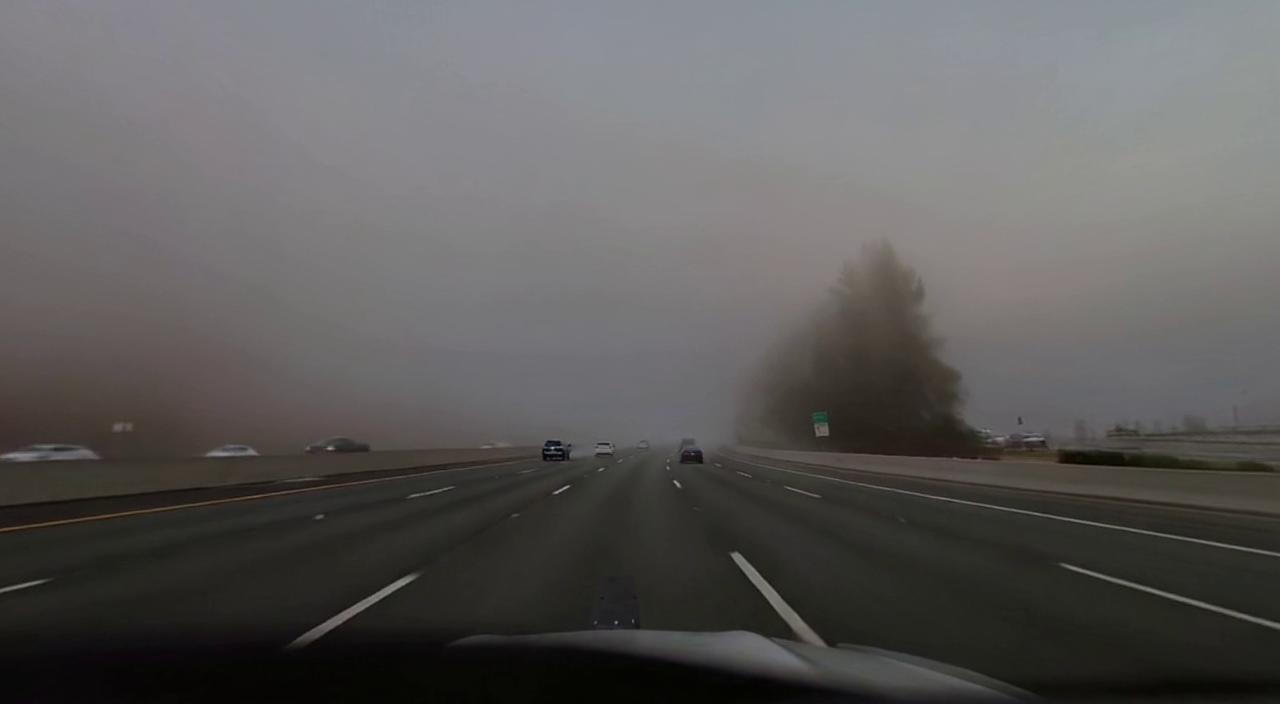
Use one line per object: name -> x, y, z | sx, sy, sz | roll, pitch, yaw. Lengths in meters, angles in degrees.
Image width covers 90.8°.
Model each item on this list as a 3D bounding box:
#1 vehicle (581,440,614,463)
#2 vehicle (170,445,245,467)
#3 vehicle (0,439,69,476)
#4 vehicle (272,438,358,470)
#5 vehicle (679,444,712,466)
vehicle -> -3.280, 7.840, 49.851 | 2.179, 1.693, 4.204 | 0, -9, 2
vehicle -> -30.775, 7.407, 45.141 | 1.909, 1.469, 4.727 | 0, -9, 2
vehicle -> -30.898, 5.113, 30.668 | 1.991, 1.717, 4.607 | 0, -9, 1
vehicle -> -19.730, 6.207, 38.687 | 2.327, 1.788, 5.212 | 0, -9, 2
vehicle -> 3.746, 7.075, 43.516 | 1.967, 1.475, 4.080 | 0, -9, 1
